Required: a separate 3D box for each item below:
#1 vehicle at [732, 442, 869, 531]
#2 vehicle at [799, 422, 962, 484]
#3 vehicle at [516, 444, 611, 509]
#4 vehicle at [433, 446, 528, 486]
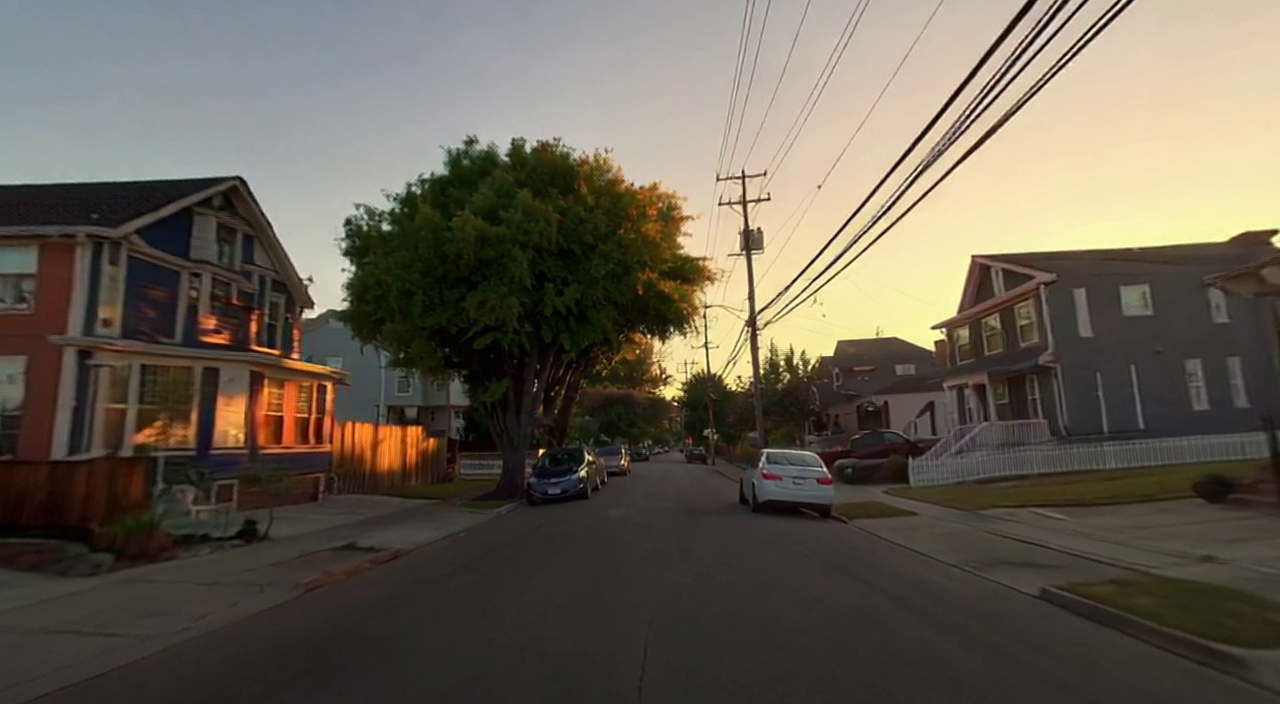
[{"bbox_3d":[3.410,2.905,14.440,2.043,1.631,4.613,0,-8,2],"label":"vehicle"},{"bbox_3d":[8.974,3.806,23.984,5.274,2.170,2.205,0,-8,0],"label":"vehicle"},{"bbox_3d":[-2.439,4.126,21.534,2.204,1.655,4.813,-8,-9,2],"label":"vehicle"},{"bbox_3d":[-7.875,5.639,31.477,4.088,1.779,2.109,0,-7,5],"label":"vehicle"}]
